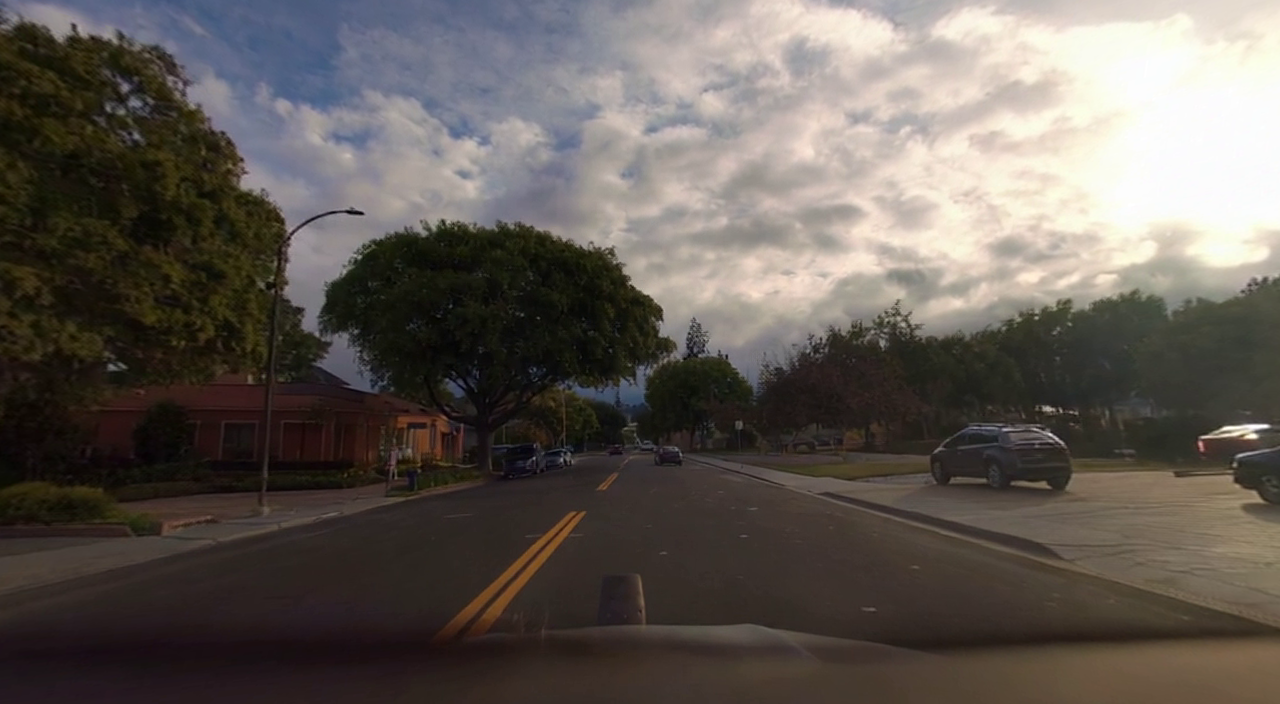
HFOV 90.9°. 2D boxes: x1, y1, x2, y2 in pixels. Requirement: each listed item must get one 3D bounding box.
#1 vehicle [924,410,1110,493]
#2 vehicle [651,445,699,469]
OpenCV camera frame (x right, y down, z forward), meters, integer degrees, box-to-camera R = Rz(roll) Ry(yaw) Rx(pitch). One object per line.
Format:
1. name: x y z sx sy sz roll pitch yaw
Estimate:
1. vehicle: 9.559 2.637 16.580 2.018 1.840 4.662 0 -10 1
2. vehicle: 2.640 8.094 48.682 2.097 1.740 4.277 3 -9 -20
